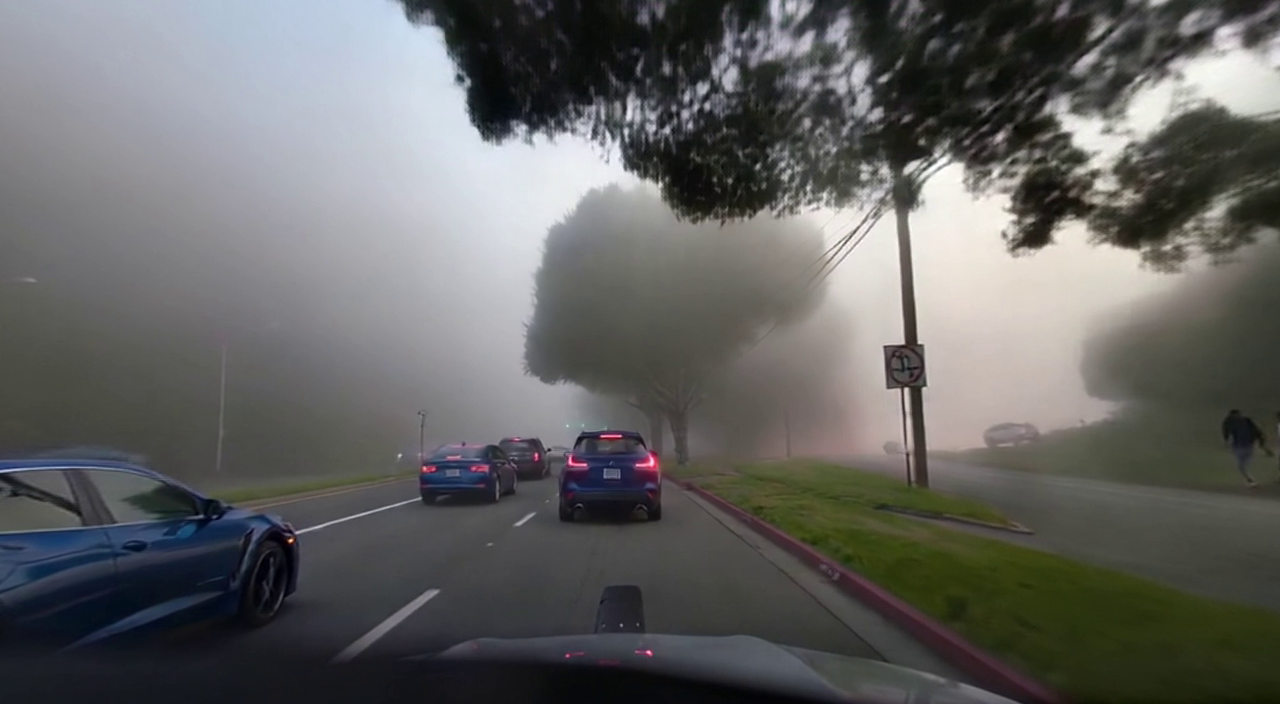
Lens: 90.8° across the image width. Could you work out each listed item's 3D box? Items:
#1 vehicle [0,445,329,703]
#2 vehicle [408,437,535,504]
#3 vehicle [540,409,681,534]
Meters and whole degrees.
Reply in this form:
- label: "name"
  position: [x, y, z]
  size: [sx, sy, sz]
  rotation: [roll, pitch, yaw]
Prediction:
- label: "vehicle"
  position: [-3.737, 1.171, 3.405]
  size: [1.865, 1.314, 4.461]
  rotation: [0, -8, 0]
- label: "vehicle"
  position: [-4.131, 2.970, 16.345]
  size: [2.087, 1.485, 4.452]
  rotation: [0, -8, 0]
- label: "vehicle"
  position: [-0.459, 1.996, 11.048]
  size: [2.012, 1.769, 3.897]
  rotation: [0, -8, -1]
